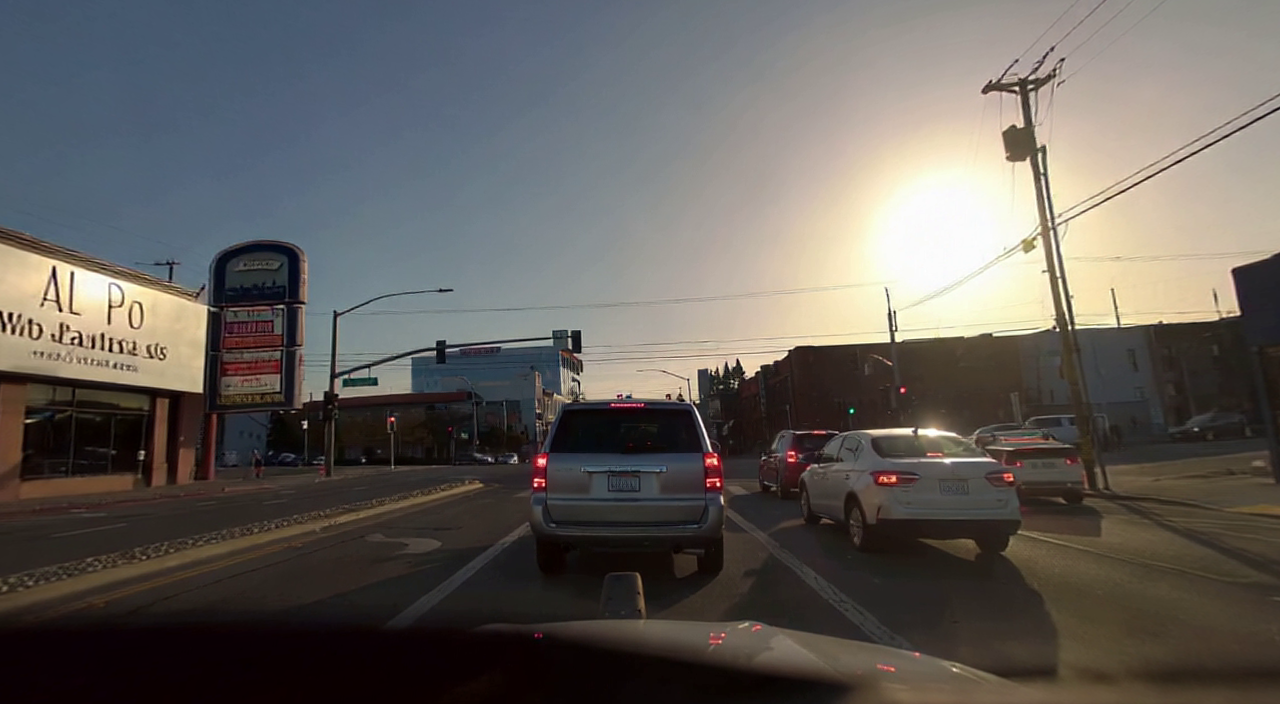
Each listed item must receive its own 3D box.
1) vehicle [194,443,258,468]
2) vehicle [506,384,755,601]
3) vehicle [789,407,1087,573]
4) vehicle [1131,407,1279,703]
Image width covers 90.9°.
[{"bbox_3d":[-27.412,6.871,41.880,1.693,1.563,3.716,0,-8,0],"label":"vehicle"},{"bbox_3d":[0.004,1.530,7.687,2.154,1.861,4.280,0,-8,3],"label":"vehicle"},{"bbox_3d":[3.629,1.758,8.801,2.036,1.719,4.318,0,-8,0],"label":"vehicle"},{"bbox_3d":[3.375,0.723,0.807,1.884,1.484,4.609,0,-8,2],"label":"vehicle"}]
